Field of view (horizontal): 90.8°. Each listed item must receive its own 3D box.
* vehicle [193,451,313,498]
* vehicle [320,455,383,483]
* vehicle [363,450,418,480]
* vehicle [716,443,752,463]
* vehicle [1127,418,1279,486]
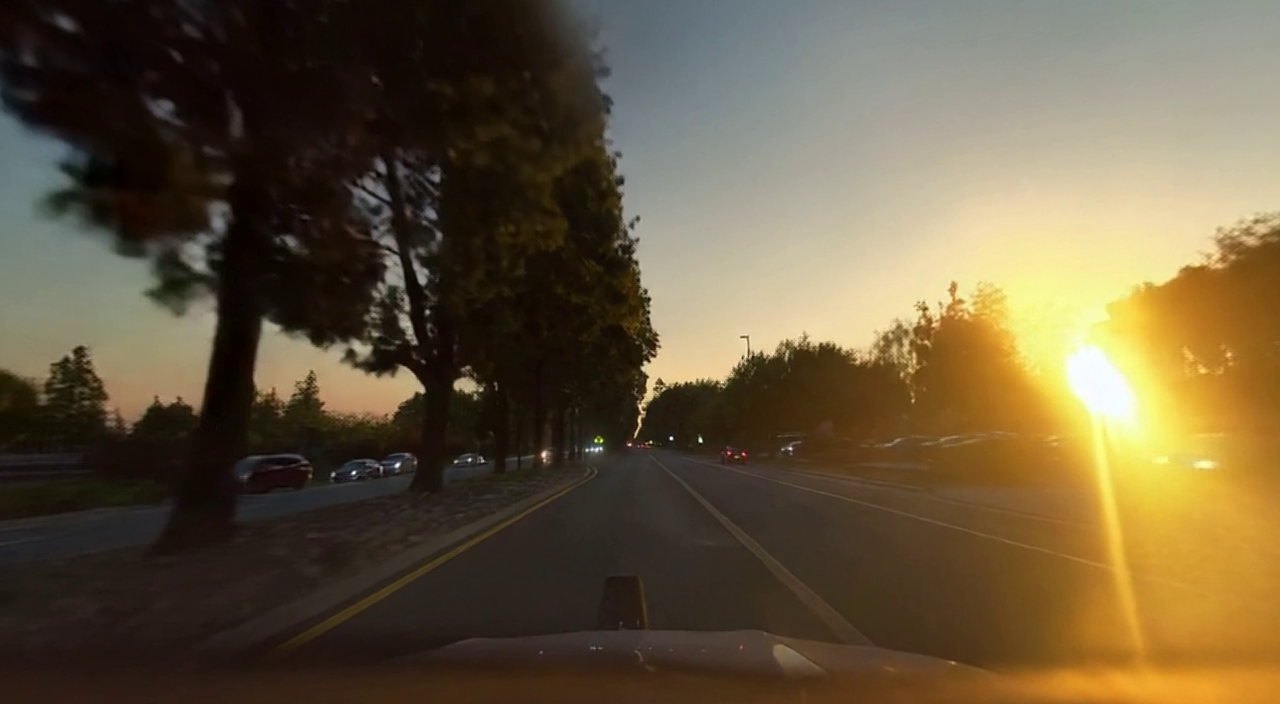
[{"bbox_3d":[-17.726,5.604,29.393,1.999,1.875,5.842,0,-8,-2],"label":"vehicle"},{"bbox_3d":[-17.892,7.240,39.410,1.851,1.563,4.336,0,-8,-1],"label":"vehicle"},{"bbox_3d":[-17.799,8.022,45.336,1.926,1.684,5.378,-3,-7,-1],"label":"vehicle"},{"bbox_3d":[7.282,7.909,49.482,1.961,1.465,4.468,0,-8,-2],"label":"vehicle"},{"bbox_3d":[14.628,2.422,15.381,3.979,1.523,1.792,0,-8,-1],"label":"vehicle"}]
